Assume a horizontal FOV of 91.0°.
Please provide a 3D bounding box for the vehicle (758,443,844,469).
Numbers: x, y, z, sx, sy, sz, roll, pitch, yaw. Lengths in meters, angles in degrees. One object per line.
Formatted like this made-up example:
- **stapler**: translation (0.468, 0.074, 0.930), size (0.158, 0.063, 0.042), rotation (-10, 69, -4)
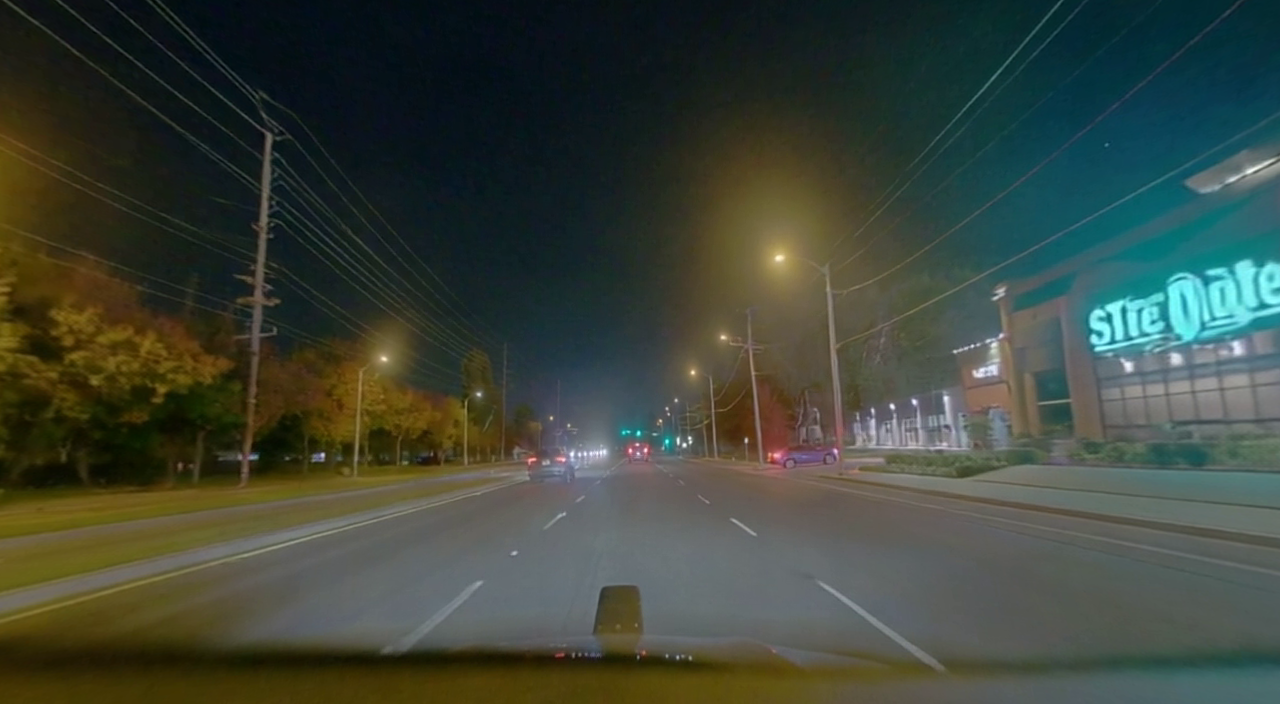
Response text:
- **vehicle**: translation (10.303, 6.668, 40.509), size (4.885, 1.576, 2.024), rotation (0, -9, -6)

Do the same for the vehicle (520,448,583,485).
- **vehicle**: translation (-3.677, 4.870, 27.030), size (2.076, 1.444, 4.328), rotation (0, -9, 0)
